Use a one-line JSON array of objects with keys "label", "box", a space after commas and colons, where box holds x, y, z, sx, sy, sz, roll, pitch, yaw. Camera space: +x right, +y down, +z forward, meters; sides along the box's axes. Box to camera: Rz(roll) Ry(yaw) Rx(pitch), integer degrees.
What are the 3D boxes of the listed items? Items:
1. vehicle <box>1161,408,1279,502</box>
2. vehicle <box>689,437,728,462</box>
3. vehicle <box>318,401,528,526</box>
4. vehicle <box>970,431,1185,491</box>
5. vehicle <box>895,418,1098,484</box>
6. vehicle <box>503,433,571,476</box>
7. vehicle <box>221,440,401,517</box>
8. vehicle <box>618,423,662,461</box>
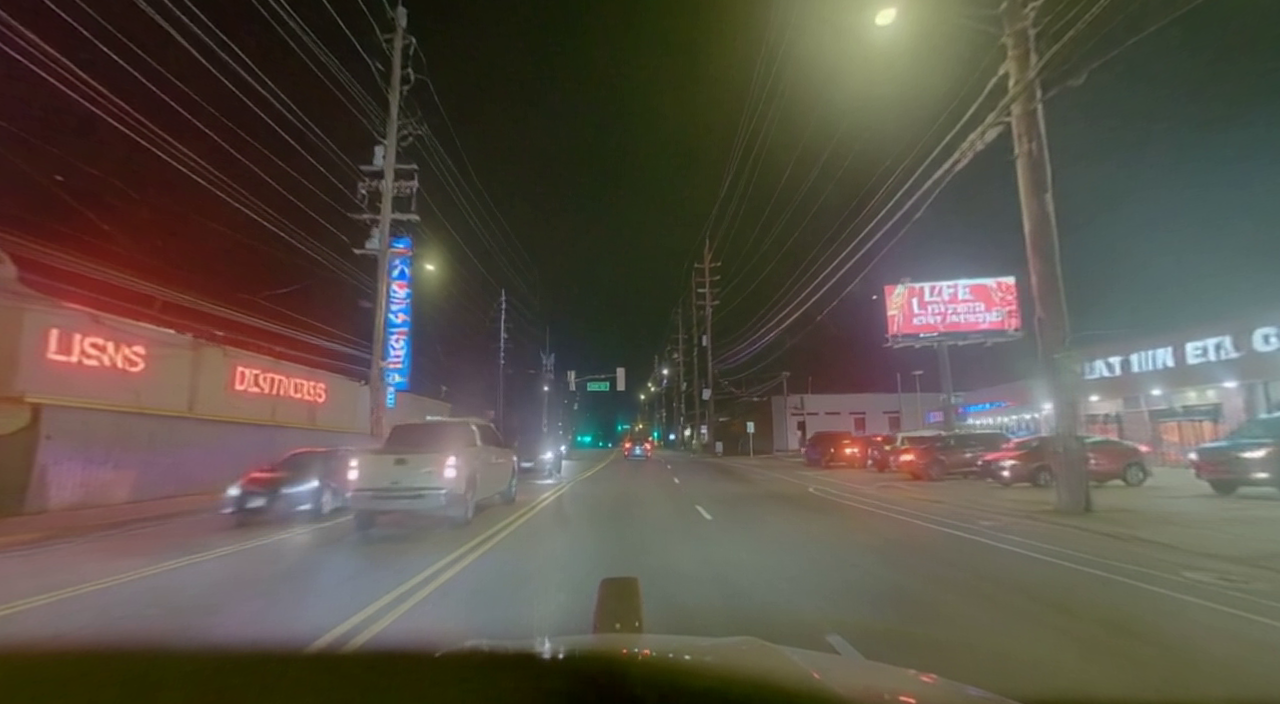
[{"label": "vehicle", "box": [15.008, 2.213, 13.846, 5.307, 1.877, 2.052, 0, -8, -1]}, {"label": "vehicle", "box": [4.328, 6.247, 40.547, 1.926, 1.482, 4.442, 0, -8, 0]}, {"label": "vehicle", "box": [-3.832, 2.119, 12.568, 2.277, 1.904, 5.583, 0, -8, -1]}, {"label": "vehicle", "box": [11.424, 2.873, 16.762, 4.238, 1.464, 1.862, -1, -8, 2]}, {"label": "vehicle", "box": [10.809, 3.026, 19.473, 4.937, 1.827, 2.042, -1, -8, 0]}, {"label": "vehicle", "box": [-4.127, 4.200, 26.158, 2.033, 1.572, 4.939, 0, -8, 0]}, {"label": "vehicle", "box": [-7.392, 2.846, 14.823, 1.869, 1.504, 4.430, 0, -8, -1]}, {"label": "vehicle", "box": [0.019, 6.019, 42.154, 2.683, 2.295, 6.404, 0, -8, 1]}]
